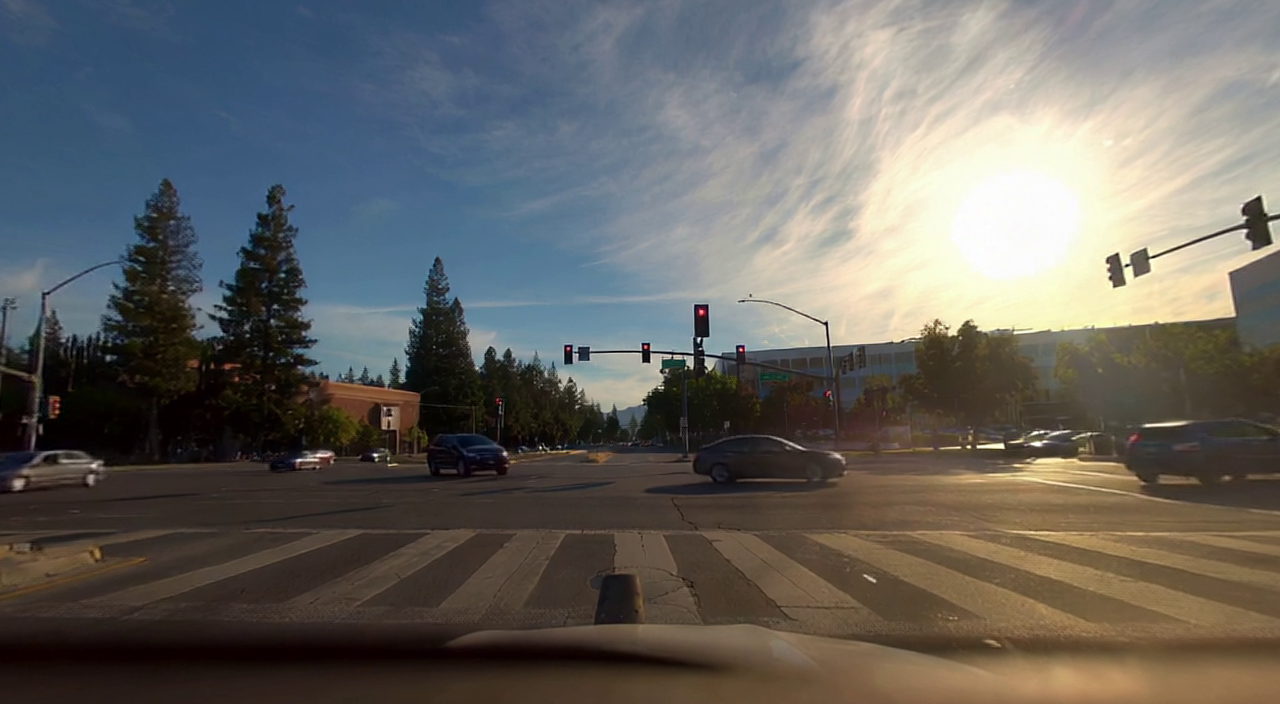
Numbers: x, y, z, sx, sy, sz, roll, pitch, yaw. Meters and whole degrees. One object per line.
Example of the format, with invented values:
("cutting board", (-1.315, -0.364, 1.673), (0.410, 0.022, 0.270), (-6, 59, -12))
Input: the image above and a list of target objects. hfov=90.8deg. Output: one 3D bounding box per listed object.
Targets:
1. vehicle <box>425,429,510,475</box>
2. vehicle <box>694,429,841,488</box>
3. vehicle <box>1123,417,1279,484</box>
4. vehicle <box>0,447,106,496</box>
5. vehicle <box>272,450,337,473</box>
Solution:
("vehicle", (-8.283, 4.707, 29.960), (2.223, 1.972, 5.310), (6, -10, -33))
("vehicle", (3.992, 3.286, 19.710), (4.180, 1.678, 1.982), (-3, -9, 20))
("vehicle", (17.662, 2.931, 18.874), (4.767, 1.877, 2.017), (0, -9, -3))
("vehicle", (-22.889, 4.383, 23.589), (1.938, 1.676, 4.483), (0, -9, 0))
("vehicle", (-23.103, 7.516, 43.695), (1.909, 1.473, 4.571), (0, -9, 1))
